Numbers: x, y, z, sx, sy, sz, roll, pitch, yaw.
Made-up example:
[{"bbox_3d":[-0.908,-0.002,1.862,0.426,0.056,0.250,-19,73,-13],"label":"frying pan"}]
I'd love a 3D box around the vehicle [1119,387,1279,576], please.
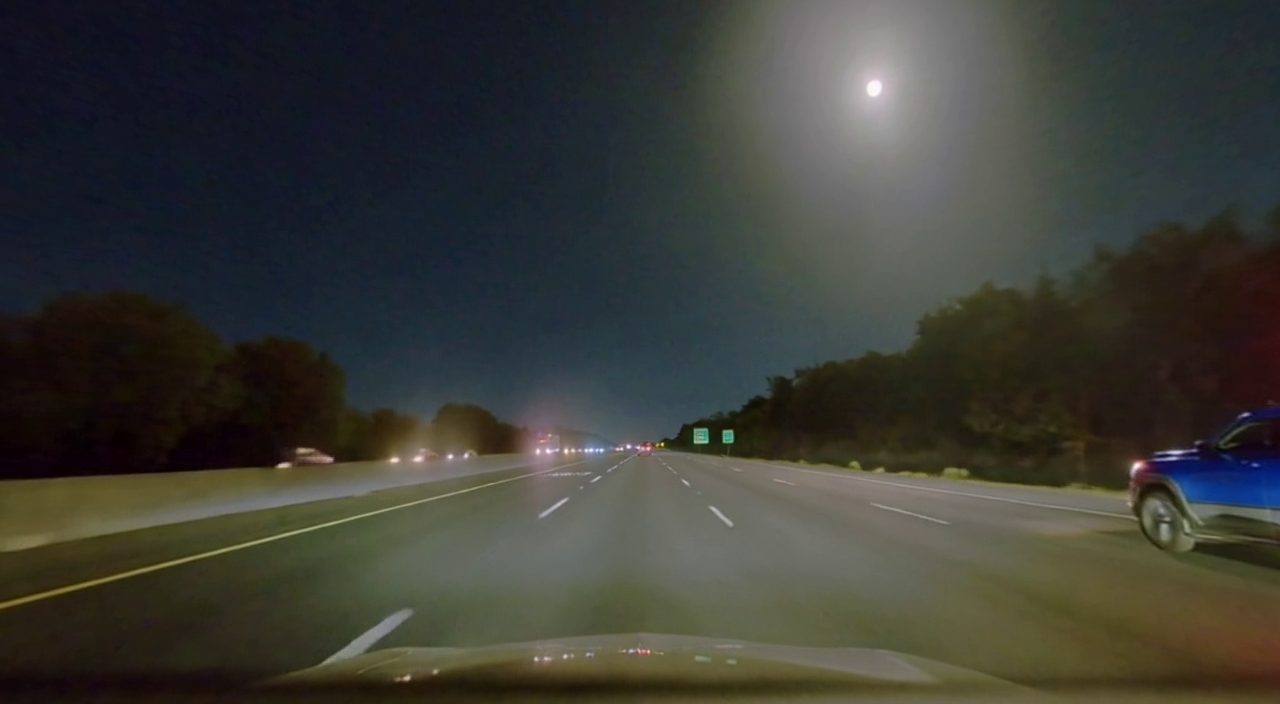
[{"bbox_3d":[7.392,1.184,5.618,2.186,1.848,5.136,0,-8,1],"label":"vehicle"}]

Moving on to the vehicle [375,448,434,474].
[{"bbox_3d":[-15.246,7.049,41.021,1.889,1.552,4.643,-1,-9,2],"label":"vehicle"}]

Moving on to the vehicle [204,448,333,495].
[{"bbox_3d":[-13.303,4.267,22.950,1.906,1.517,4.477,0,-9,1],"label":"vehicle"}]
